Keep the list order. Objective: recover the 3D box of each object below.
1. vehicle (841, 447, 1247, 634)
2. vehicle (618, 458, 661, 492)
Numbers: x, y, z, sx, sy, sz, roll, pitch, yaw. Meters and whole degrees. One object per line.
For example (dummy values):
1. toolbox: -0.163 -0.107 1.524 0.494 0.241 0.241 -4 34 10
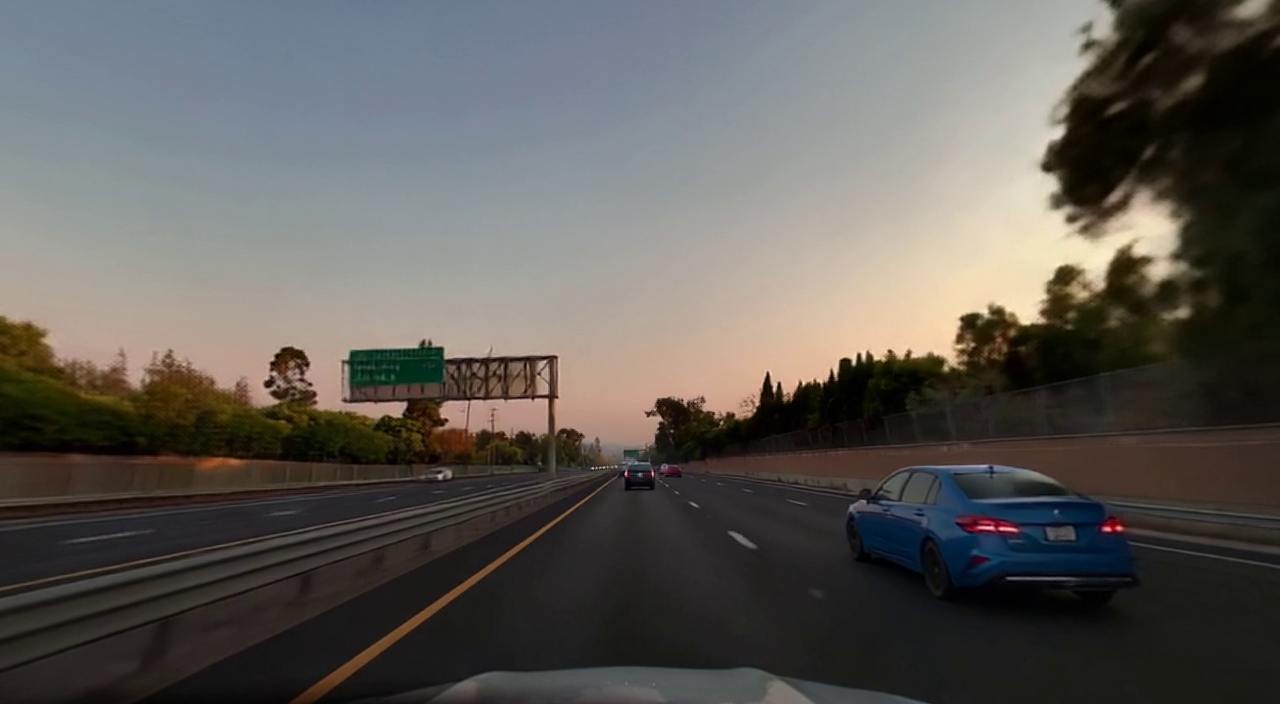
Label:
1. vehicle: 3.981 1.932 7.264 1.938 1.494 4.032 1 -11 -1
2. vehicle: -0.043 6.371 32.630 2.037 1.605 3.833 1 -11 -1
